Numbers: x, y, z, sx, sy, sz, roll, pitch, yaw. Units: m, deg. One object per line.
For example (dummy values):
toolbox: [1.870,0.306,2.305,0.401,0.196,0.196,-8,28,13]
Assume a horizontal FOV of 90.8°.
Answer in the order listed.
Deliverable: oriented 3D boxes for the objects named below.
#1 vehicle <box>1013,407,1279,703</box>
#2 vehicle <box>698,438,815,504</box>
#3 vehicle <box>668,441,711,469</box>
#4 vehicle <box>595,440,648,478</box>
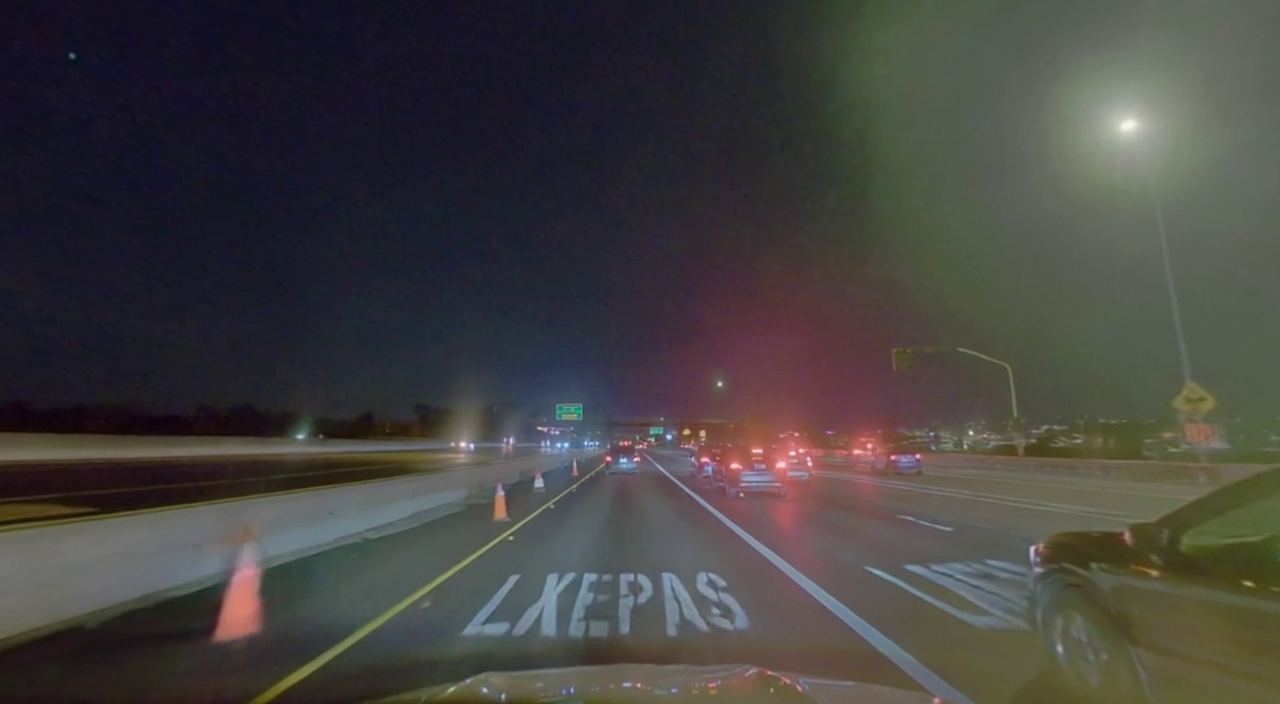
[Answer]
vehicle: [3.280,0.836,1.618,1.996,1.455,4.281,0,-8,-1]
vehicle: [2.799,2.995,16.367,2.042,1.460,4.451,0,-8,-2]
vehicle: [2.779,5.867,36.056,1.916,1.487,4.117,0,-9,-3]
vehicle: [-0.773,4.501,26.736,2.069,1.470,4.004,0,-8,-1]
